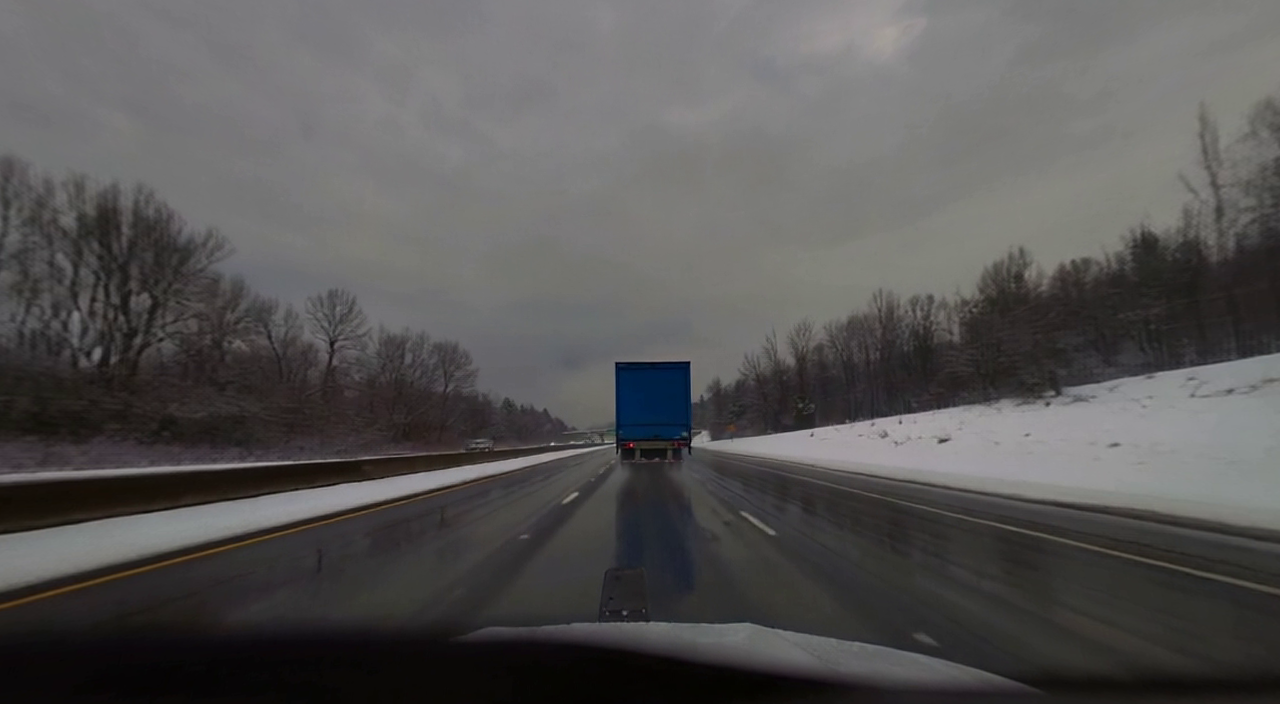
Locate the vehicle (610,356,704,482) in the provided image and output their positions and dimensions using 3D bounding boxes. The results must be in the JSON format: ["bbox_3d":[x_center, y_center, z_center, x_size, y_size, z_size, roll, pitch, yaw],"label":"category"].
[{"bbox_3d":[0.543,2.897,25.503,3.010,4.039,10.481,0,-8,0],"label":"vehicle"}]
